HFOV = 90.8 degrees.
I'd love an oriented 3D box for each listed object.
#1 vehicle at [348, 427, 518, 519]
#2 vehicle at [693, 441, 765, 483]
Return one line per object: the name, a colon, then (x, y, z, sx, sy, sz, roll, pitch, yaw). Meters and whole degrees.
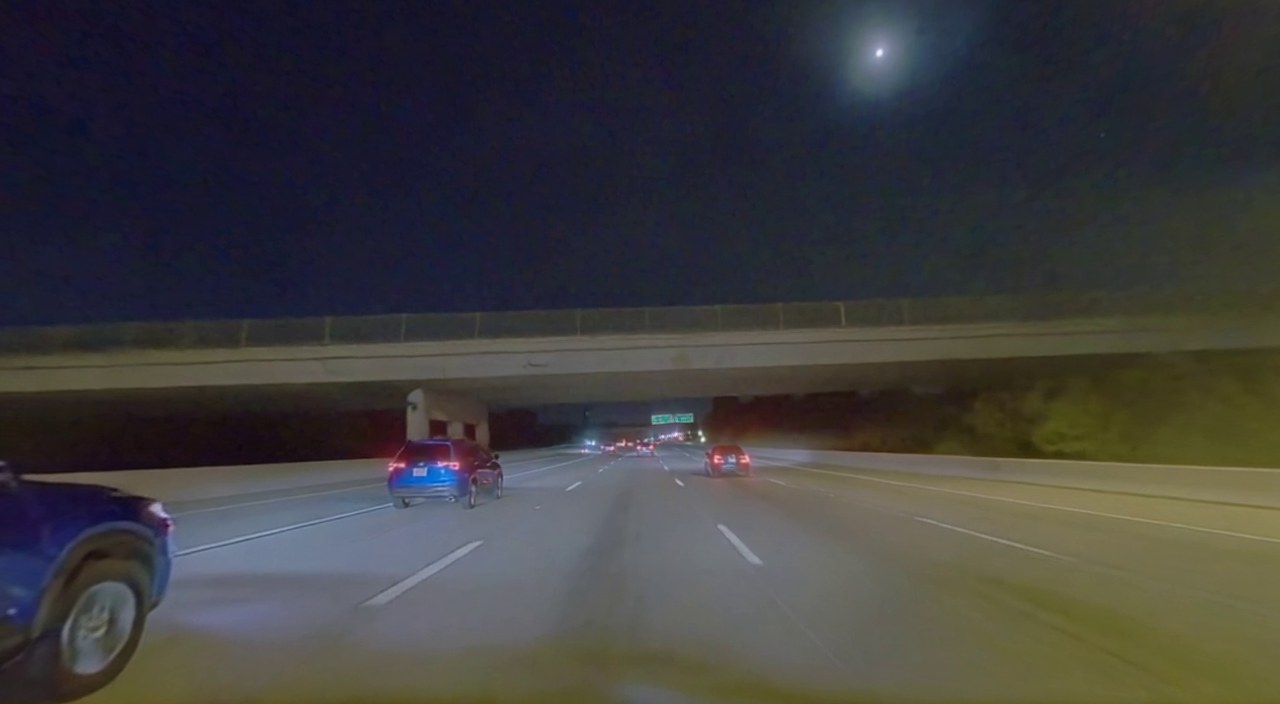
vehicle: (-4.147, 2.486, 13.507, 2.193, 1.641, 4.077, 0, -8, 1)
vehicle: (3.320, 4.195, 24.347, 2.083, 1.453, 4.307, 0, -8, -1)
